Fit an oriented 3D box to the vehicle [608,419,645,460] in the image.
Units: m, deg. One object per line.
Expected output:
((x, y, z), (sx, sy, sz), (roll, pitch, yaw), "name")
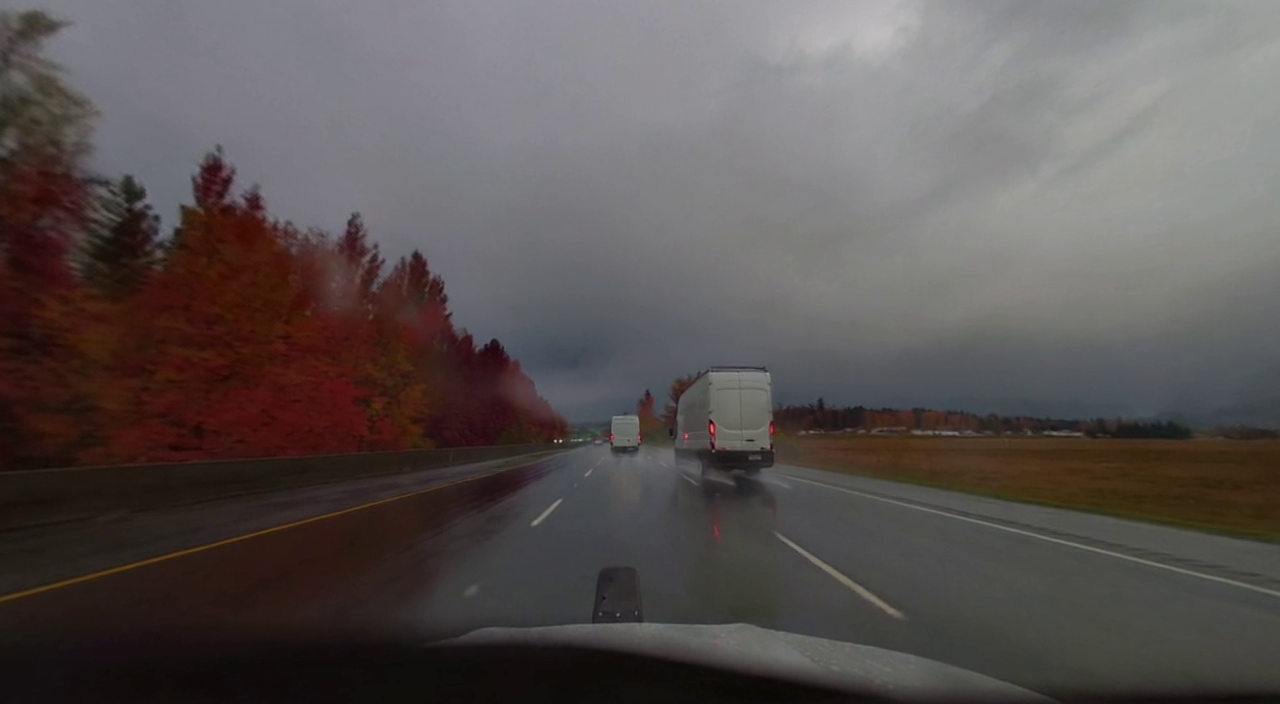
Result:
((-0.908, 6.086, 43.800), (2.389, 2.637, 5.437), (0, -8, -1), "vehicle")

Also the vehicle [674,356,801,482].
((3.530, 3.048, 27.180), (3.128, 4.087, 13.351), (0, -8, -1), "vehicle")
